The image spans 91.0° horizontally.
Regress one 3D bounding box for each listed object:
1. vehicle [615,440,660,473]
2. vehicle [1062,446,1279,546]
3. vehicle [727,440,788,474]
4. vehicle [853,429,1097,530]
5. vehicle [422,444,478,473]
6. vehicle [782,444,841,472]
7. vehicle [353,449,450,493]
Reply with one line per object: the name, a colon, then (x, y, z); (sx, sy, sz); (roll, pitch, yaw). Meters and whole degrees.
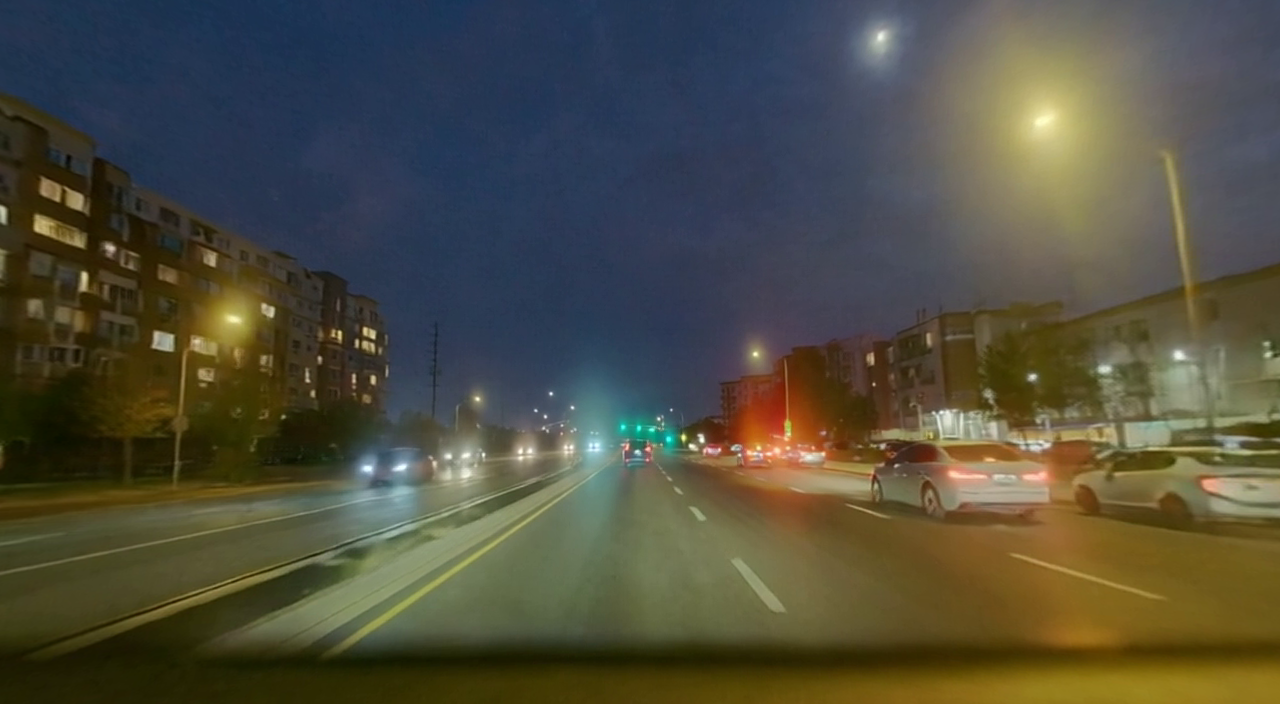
vehicle: (-0.131, 5.212, 31.600); (2.106, 1.553, 3.964); (0, -9, 0)
vehicle: (10.110, 2.408, 11.222); (1.930, 1.426, 4.501); (1, -9, -2)
vehicle: (5.777, 5.219, 31.438); (2.154, 1.554, 4.149); (0, -9, -2)
vehicle: (6.097, 2.372, 12.384); (2.121, 1.557, 4.898); (0, -9, 0)
vehicle: (-11.817, 6.610, 39.463); (2.036, 1.697, 4.680); (0, -9, 0)
vehicle: (9.981, 6.167, 36.930); (2.089, 1.508, 4.323); (0, -9, -2)
vehicle: (-8.457, 4.219, 22.752); (1.869, 1.419, 4.183); (0, -9, 0)
